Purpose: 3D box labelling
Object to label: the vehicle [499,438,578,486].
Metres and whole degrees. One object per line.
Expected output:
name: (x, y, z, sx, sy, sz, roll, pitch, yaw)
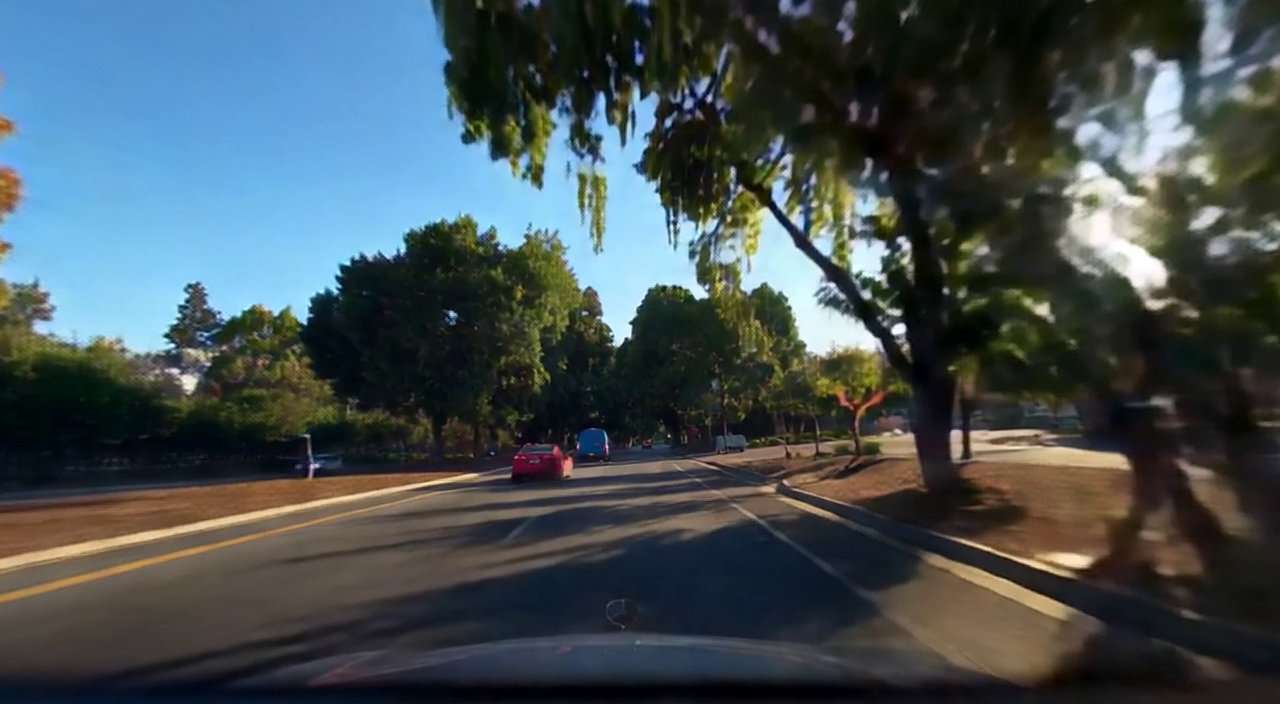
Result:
vehicle: (-3.409, 3.779, 21.983, 2.009, 1.473, 4.028, 0, -8, 1)
